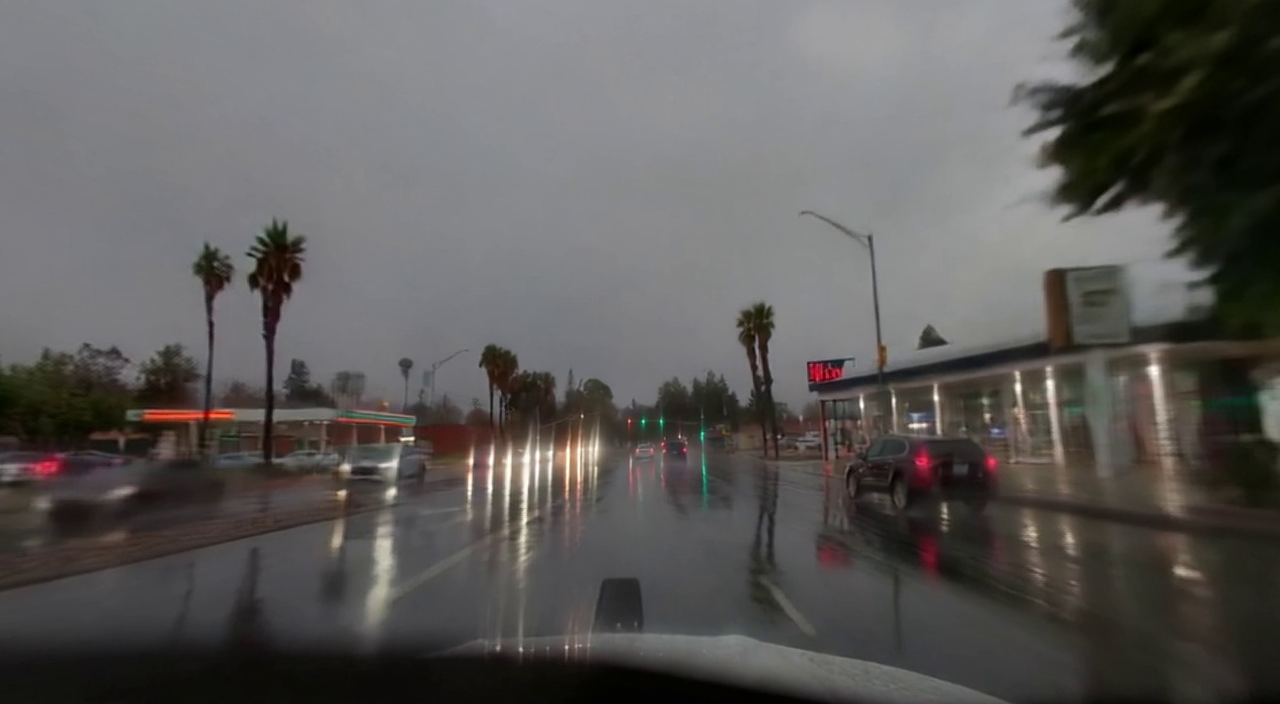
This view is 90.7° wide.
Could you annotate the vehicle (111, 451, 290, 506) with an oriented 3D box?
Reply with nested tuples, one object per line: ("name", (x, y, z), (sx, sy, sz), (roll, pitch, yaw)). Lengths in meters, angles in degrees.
("vehicle", (-13.917, 3.996, 20.541), (2.098, 1.478, 4.928), (-1, -8, 3))

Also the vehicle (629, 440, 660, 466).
("vehicle", (0.335, 7.417, 46.574), (2.177, 1.754, 3.815), (-1, -8, 0))

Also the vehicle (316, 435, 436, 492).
("vehicle", (-9.282, 3.945, 22.812), (2.042, 1.782, 4.919), (-1, -9, 2))

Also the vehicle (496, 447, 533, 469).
("vehicle", (-8.824, 7.457, 44.777), (1.806, 1.444, 3.606), (-1, -9, 2))

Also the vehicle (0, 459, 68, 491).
("vehicle", (-32.592, 6.276, 32.291), (4.623, 1.572, 2.097), (0, -11, 0))

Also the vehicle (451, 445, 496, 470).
("vehicle", (-12.197, 7.733, 46.589), (2.082, 1.720, 4.316), (-1, -8, 1))

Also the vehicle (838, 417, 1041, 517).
("vehicle", (6.302, 2.482, 14.162), (2.066, 1.807, 4.893), (0, -9, -1))
